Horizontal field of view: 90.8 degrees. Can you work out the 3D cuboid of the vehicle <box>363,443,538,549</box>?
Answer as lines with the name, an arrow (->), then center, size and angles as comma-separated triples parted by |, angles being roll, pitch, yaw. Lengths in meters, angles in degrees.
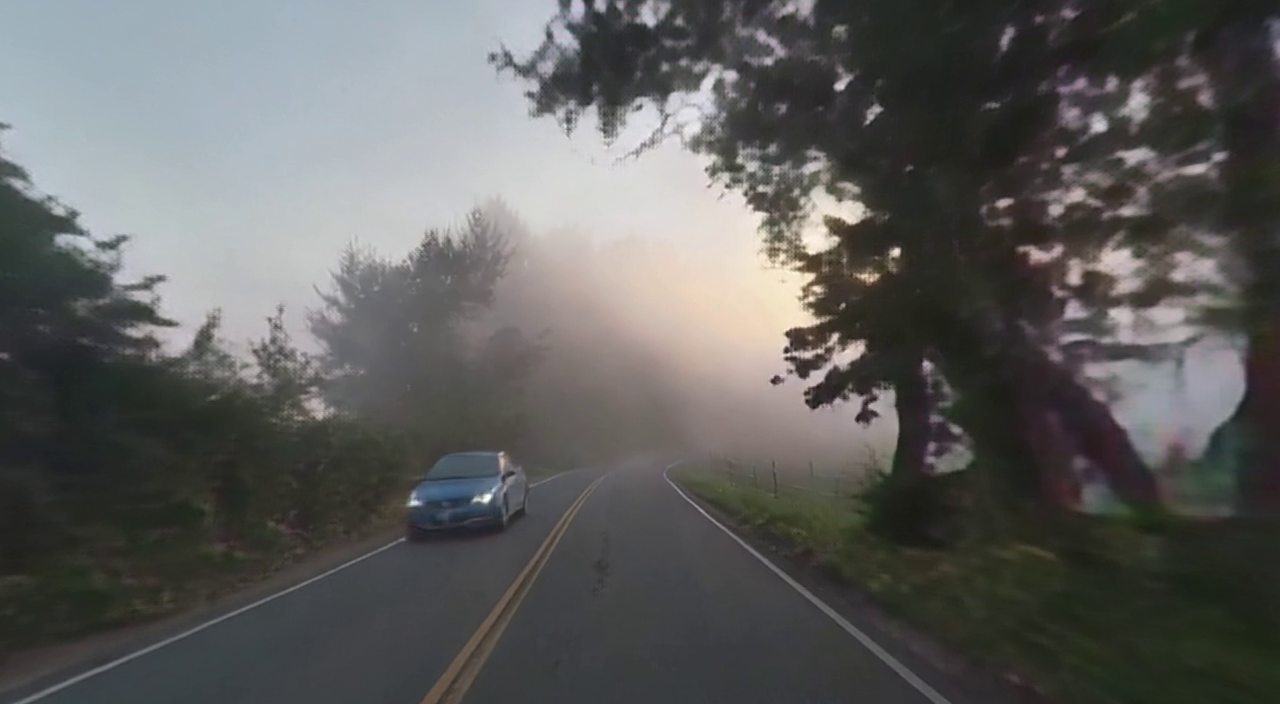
vehicle -> -3.087, 2.398, 11.171 | 1.987, 1.521, 3.649 | 0, -9, -1
